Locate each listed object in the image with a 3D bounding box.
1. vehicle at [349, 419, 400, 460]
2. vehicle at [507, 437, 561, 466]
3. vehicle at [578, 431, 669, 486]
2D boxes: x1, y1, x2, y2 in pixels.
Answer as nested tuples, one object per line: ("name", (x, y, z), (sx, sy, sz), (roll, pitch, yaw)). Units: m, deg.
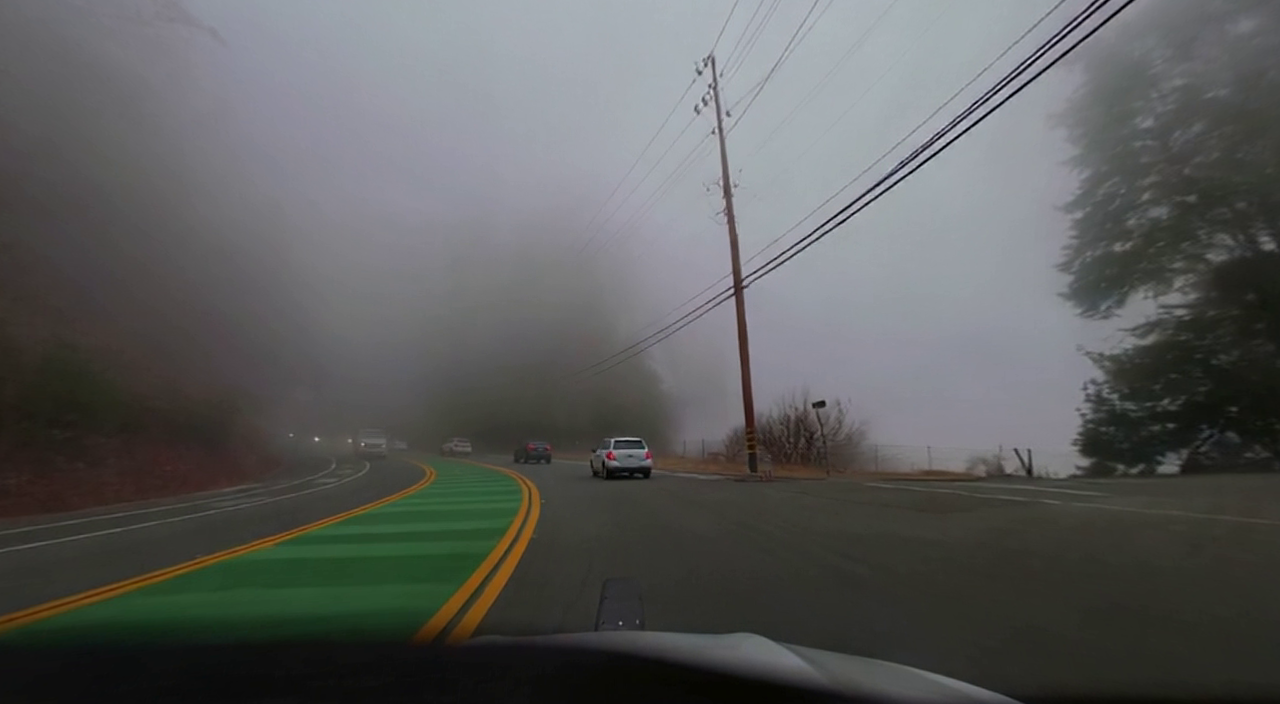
("vehicle", (-20.353, 6.719, 48.262), (2.413, 2.872, 6.823), (5, -10, -31))
("vehicle", (-6.744, 6.286, 39.927), (2.075, 1.699, 4.520), (4, -10, -26))
("vehicle", (-0.729, 3.822, 22.930), (2.140, 1.767, 4.720), (2, -9, -16))
